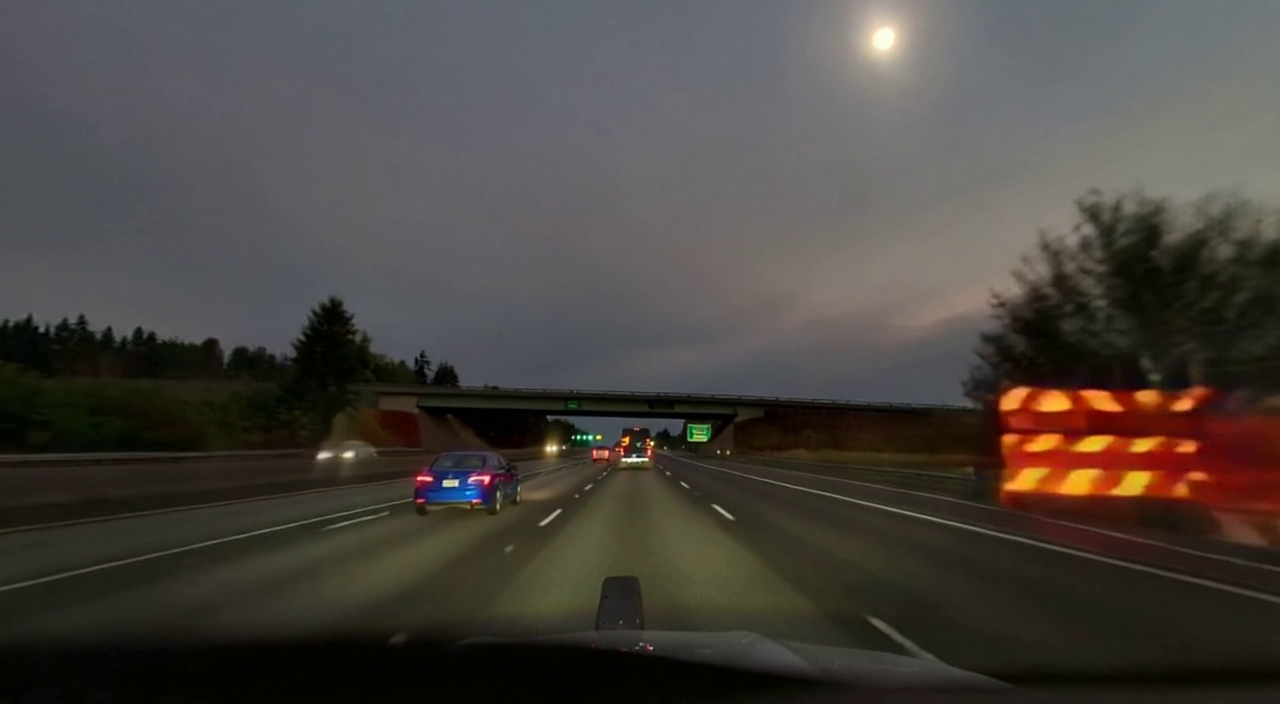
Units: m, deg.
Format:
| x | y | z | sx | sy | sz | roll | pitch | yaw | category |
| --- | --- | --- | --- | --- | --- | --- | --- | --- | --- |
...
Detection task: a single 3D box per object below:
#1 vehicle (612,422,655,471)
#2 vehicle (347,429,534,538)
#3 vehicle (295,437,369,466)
| x | y | z | sx | sy | sz | roll | pitch | yaw | category |
| --- | --- | --- | --- | --- | --- | --- | --- | --- | --- |
| -0.467 | 6.453 | 43.259 | 2.672 | 3.056 | 6.900 | 0 | -8 | -1 | vehicle |
| -3.409 | 2.332 | 11.804 | 2.088 | 1.643 | 4.215 | 0 | -8 | 0 | vehicle |
| -16.560 | 5.361 | 34.181 | 1.737 | 1.456 | 4.422 | 0 | -8 | 1 | vehicle |
